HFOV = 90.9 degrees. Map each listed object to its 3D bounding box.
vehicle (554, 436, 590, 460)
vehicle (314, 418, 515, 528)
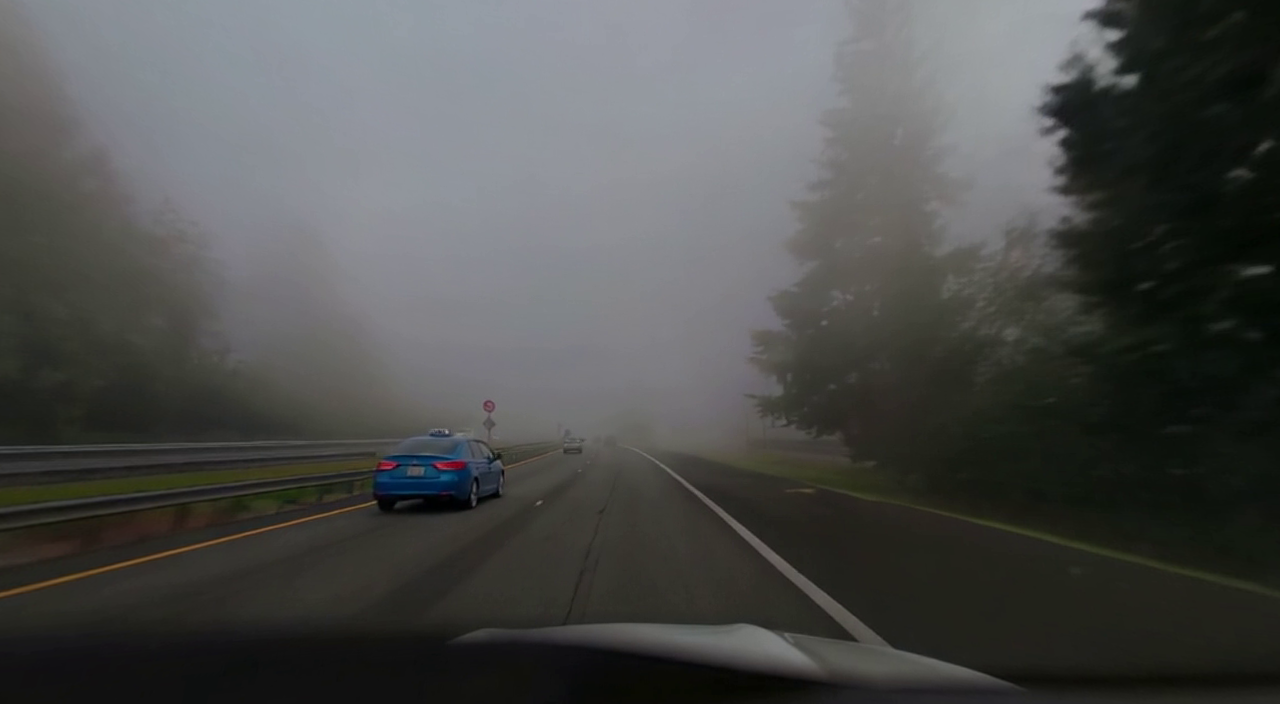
[{"bbox_3d":[-4.172,5.926,39.126,1.874,1.369,3.875,1,-8,-1],"label":"vehicle"},{"bbox_3d":[-3.828,2.116,11.754,2.047,1.612,4.631,0,-8,0],"label":"vehicle"}]
